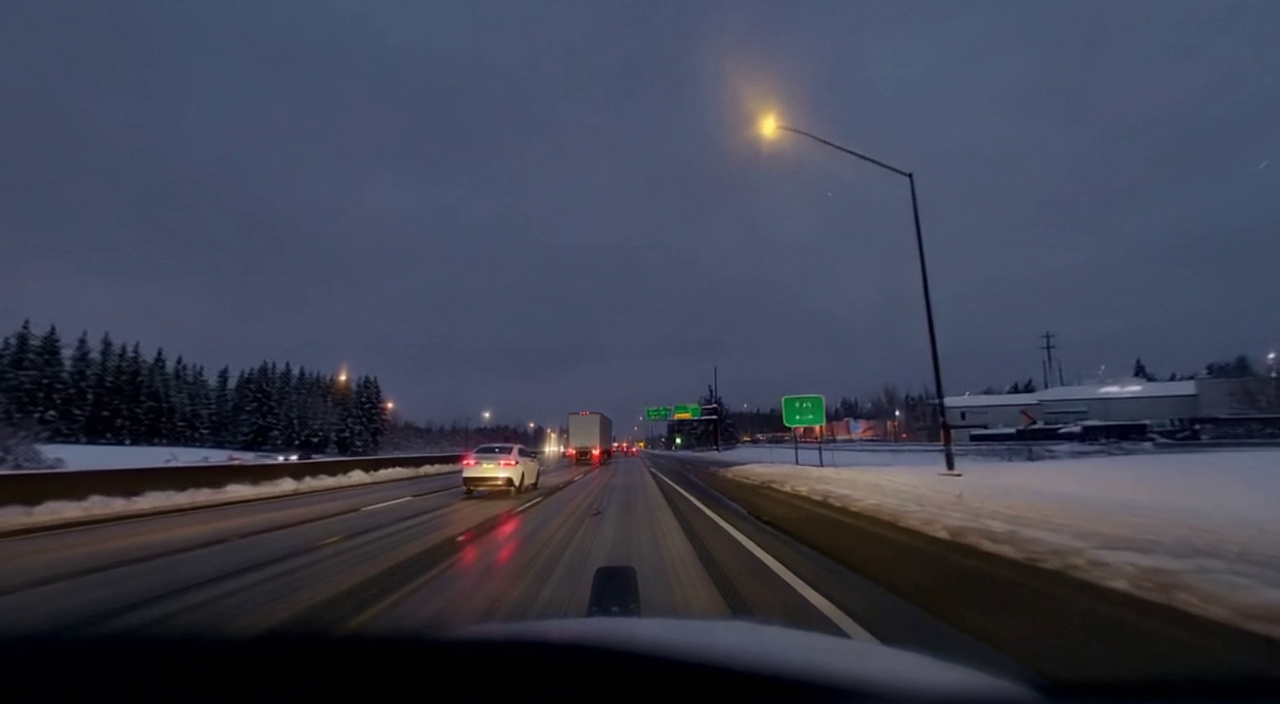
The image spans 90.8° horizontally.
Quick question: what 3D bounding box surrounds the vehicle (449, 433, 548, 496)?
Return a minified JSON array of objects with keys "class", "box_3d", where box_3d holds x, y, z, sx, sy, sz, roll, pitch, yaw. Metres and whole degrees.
[{"class":"vehicle","box_3d":[-4.097,3.341,19.068,2.033,1.669,4.112,0,-9,0]}]
